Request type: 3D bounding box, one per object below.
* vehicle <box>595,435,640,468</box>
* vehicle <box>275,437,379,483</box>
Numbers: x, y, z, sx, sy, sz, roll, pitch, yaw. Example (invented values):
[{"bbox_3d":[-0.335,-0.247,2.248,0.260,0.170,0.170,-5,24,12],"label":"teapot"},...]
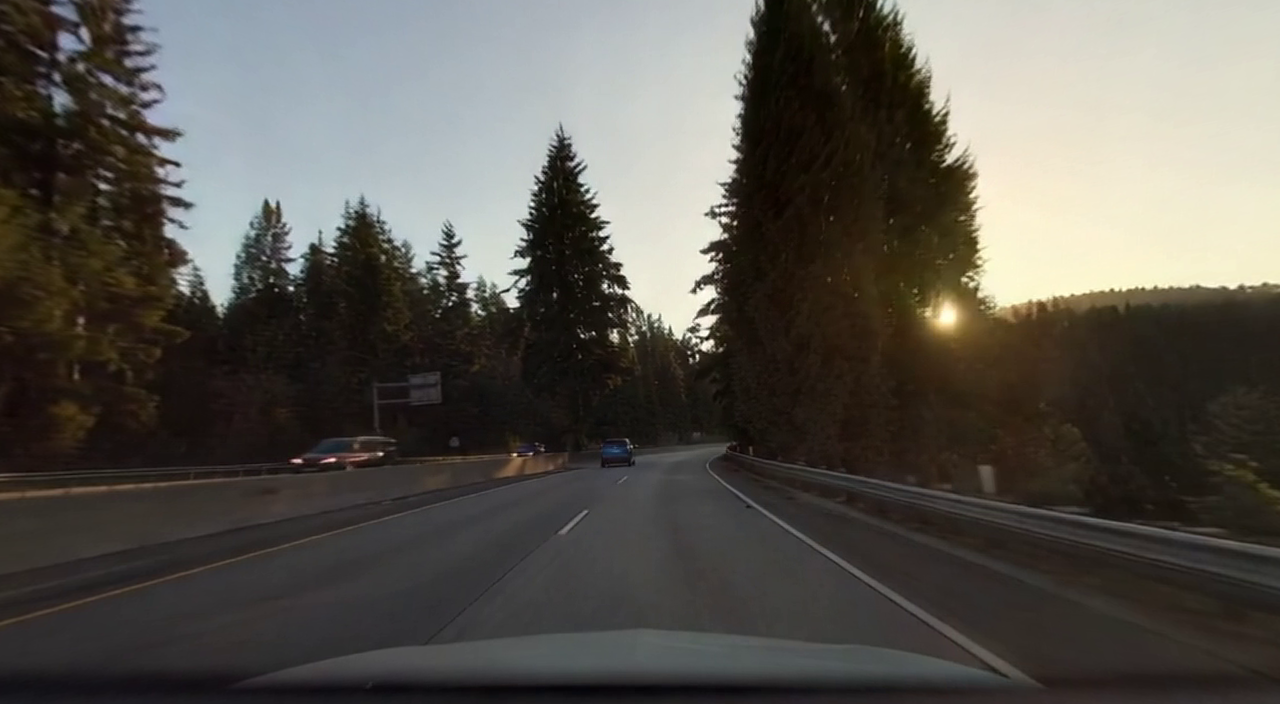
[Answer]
[{"bbox_3d":[-1.229,5.725,36.501,2.005,1.752,4.479,-1,-8,5],"label":"vehicle"},{"bbox_3d":[-15.387,5.306,31.426,2.197,2.087,5.089,-1,-8,6],"label":"vehicle"}]
